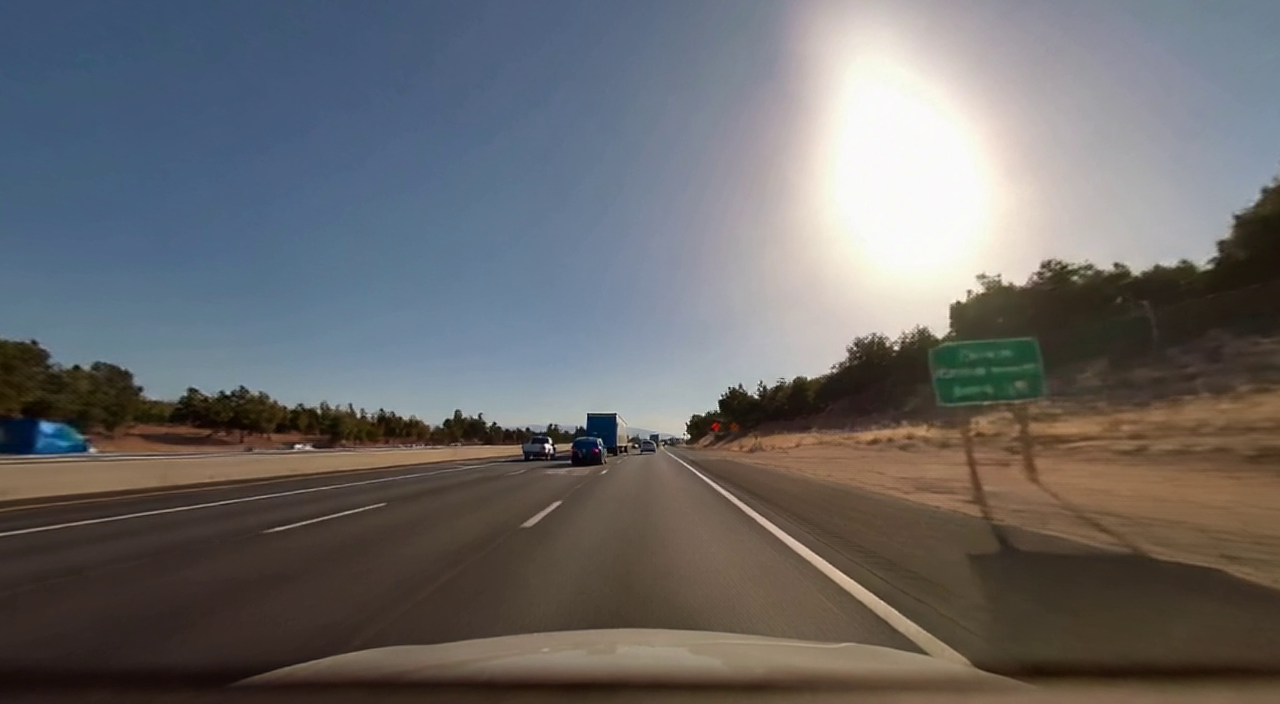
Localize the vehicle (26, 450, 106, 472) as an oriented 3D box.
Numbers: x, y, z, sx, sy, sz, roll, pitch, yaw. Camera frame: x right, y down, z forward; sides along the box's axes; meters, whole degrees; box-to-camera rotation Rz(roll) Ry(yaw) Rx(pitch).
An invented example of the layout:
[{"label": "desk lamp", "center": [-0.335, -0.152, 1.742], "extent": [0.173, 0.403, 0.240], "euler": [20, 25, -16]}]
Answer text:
[{"label": "vehicle", "center": [-41.269, 7.815, 45.277], "extent": [1.700, 1.439, 4.347], "euler": [0, -8, 0]}]

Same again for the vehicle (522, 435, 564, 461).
[{"label": "vehicle", "center": [-6.711, 6.715, 43.940], "extent": [2.078, 1.729, 4.722], "euler": [0, -8, 2]}]

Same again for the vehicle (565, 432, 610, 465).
[{"label": "vehicle", "center": [-2.880, 5.413, 35.296], "extent": [2.194, 1.766, 3.720], "euler": [0, -8, 1]}]
